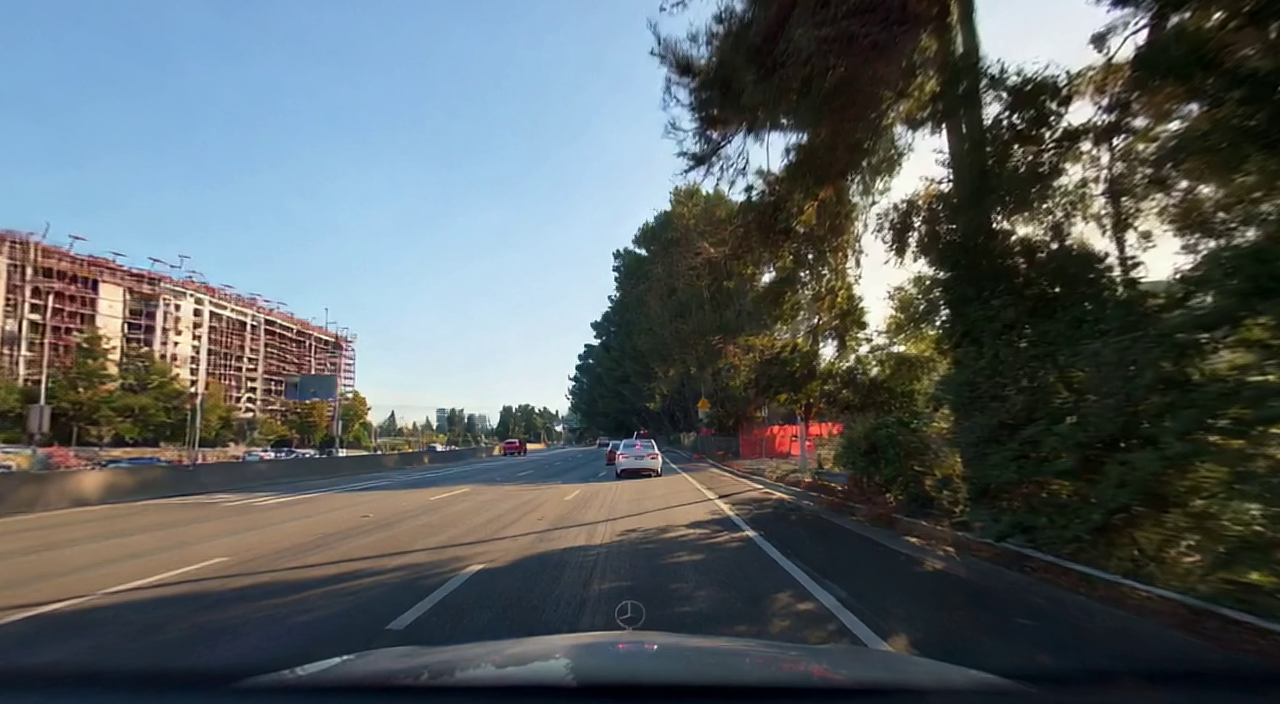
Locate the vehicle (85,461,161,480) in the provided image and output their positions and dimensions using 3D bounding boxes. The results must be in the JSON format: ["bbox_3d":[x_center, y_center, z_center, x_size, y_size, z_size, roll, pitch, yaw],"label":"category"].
[{"bbox_3d":[-39.579,9.069,48.298,4.111,1.412,1.777,0,-8,-3],"label":"vehicle"}]

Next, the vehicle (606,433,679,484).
[{"bbox_3d":[0.092,3.384,20.331,2.112,1.482,4.076,0,-8,0],"label":"vehicle"}]
